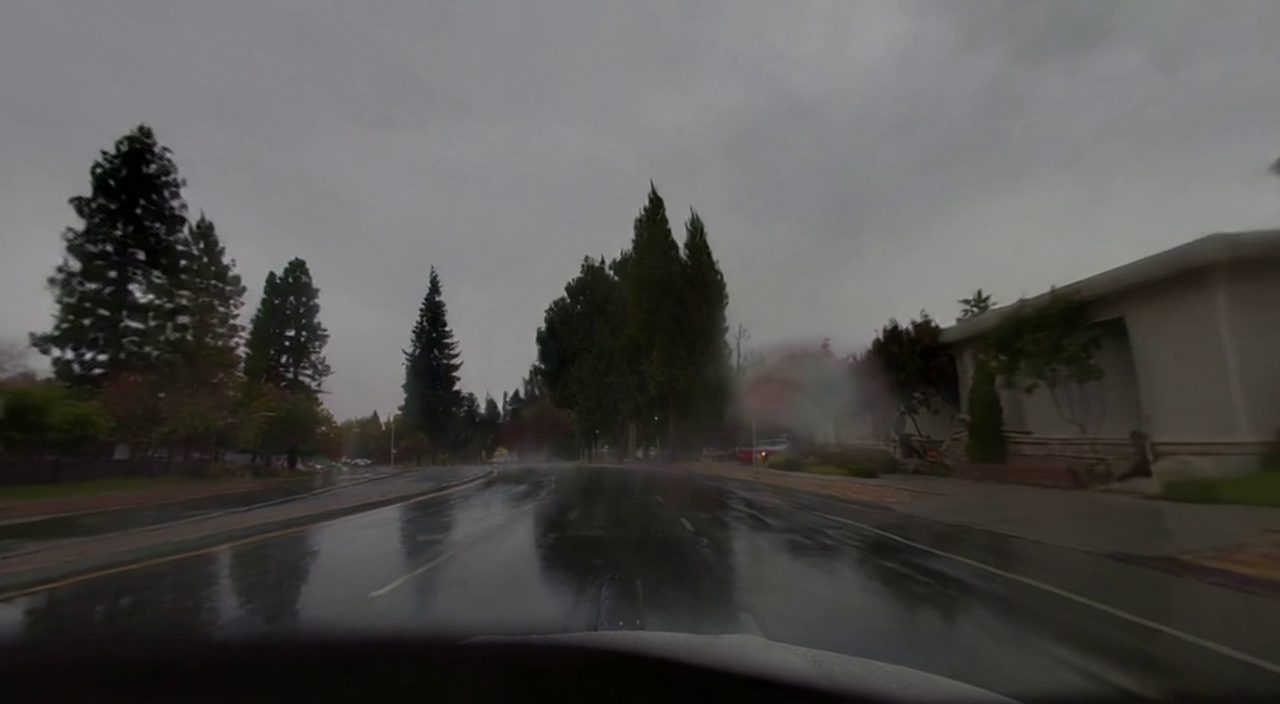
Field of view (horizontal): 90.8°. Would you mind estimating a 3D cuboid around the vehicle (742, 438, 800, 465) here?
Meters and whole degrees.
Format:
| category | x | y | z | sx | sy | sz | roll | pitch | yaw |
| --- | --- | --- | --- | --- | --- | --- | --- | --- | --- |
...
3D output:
| category | x | y | z | sx | sy | sz | roll | pitch | yaw |
| --- | --- | --- | --- | --- | --- | --- | --- | --- | --- |
| vehicle | 9.751 | 7.355 | 46.880 | 2.110 | 1.863 | 4.977 | -9 | -12 | 37 |
